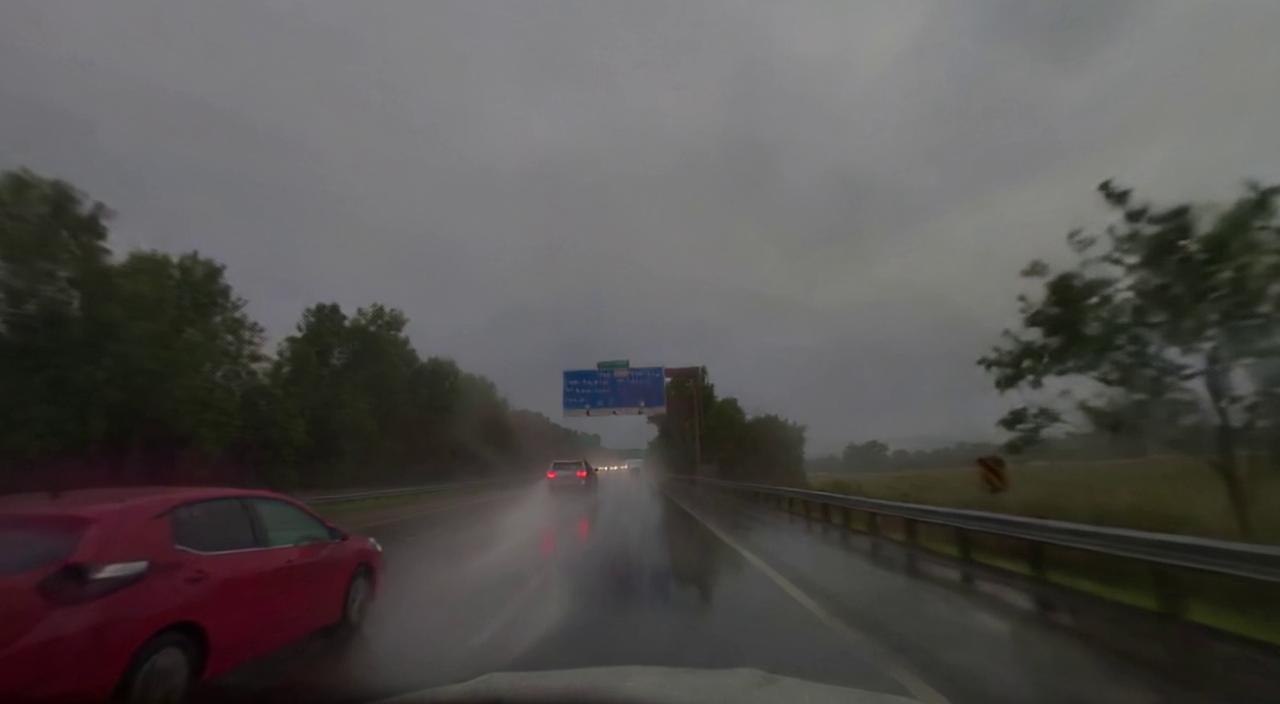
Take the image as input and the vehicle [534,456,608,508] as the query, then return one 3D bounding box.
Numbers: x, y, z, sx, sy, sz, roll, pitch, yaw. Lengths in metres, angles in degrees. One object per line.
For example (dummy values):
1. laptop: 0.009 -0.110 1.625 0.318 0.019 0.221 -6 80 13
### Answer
1. vehicle: -2.403 4.766 23.276 2.107 1.668 4.554 0 -11 1
